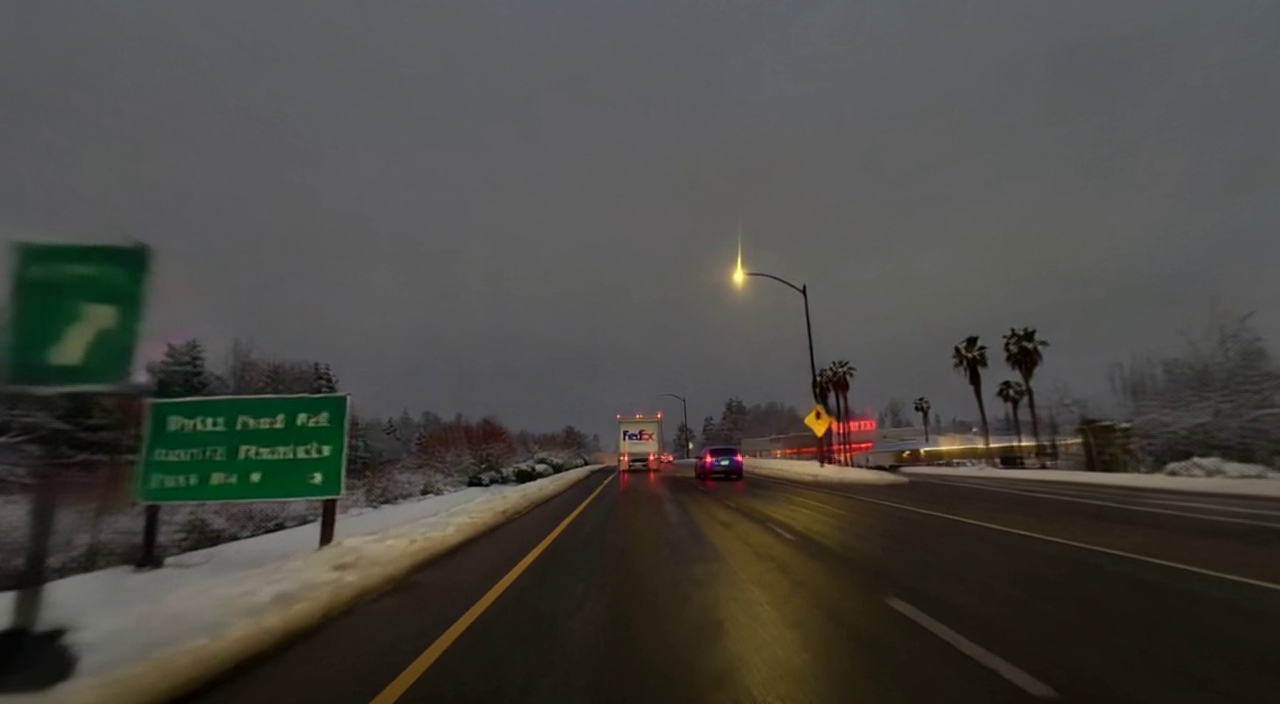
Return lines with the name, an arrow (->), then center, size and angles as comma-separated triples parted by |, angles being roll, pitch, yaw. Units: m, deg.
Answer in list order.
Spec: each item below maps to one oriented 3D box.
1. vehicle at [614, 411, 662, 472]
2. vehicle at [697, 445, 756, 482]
vehicle -> -0.200, 6.971, 48.910 | 3.243, 4.134, 11.656 | 0, -9, -1
vehicle -> 3.834, 5.008, 28.583 | 1.966, 1.558, 4.238 | 0, -9, -1
